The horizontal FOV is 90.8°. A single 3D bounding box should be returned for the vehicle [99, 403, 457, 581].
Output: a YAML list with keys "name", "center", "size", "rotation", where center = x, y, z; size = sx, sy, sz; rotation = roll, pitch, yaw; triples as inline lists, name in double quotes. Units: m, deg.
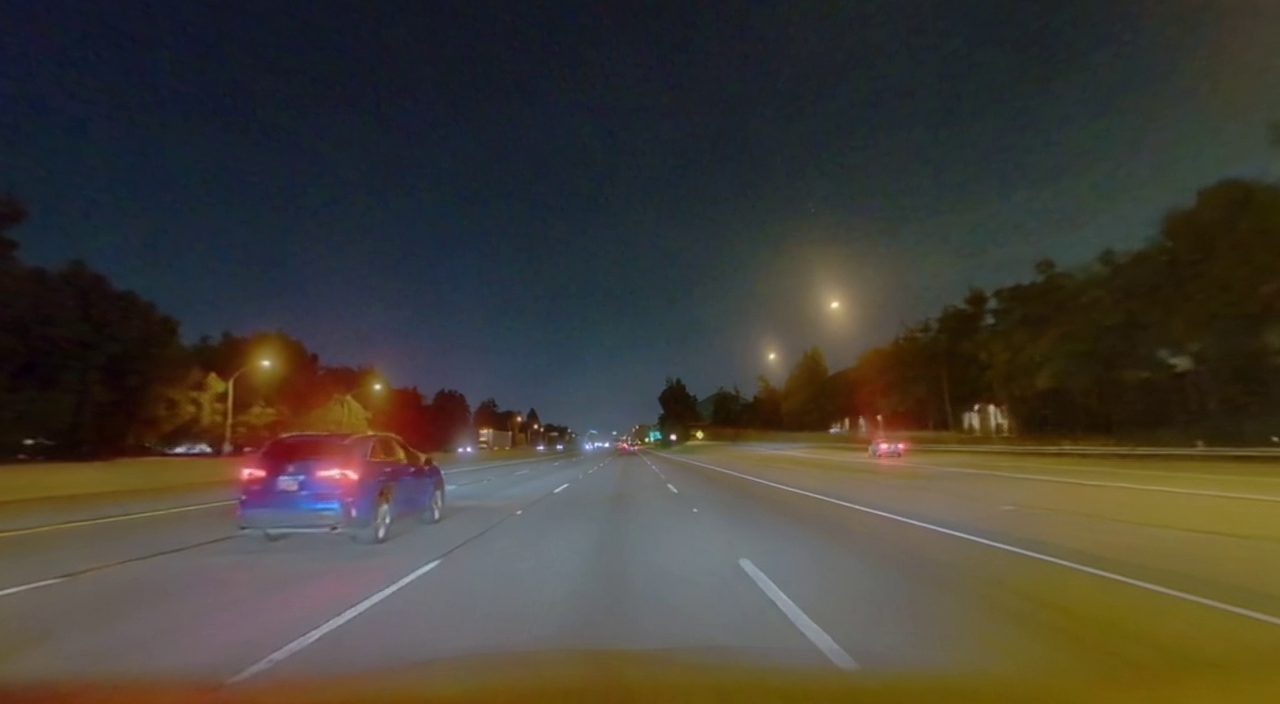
- name: "vehicle"
  center: [-4.238, 1.732, 8.613]
  size: [2.102, 1.727, 4.704]
  rotation: [0, -9, -1]
